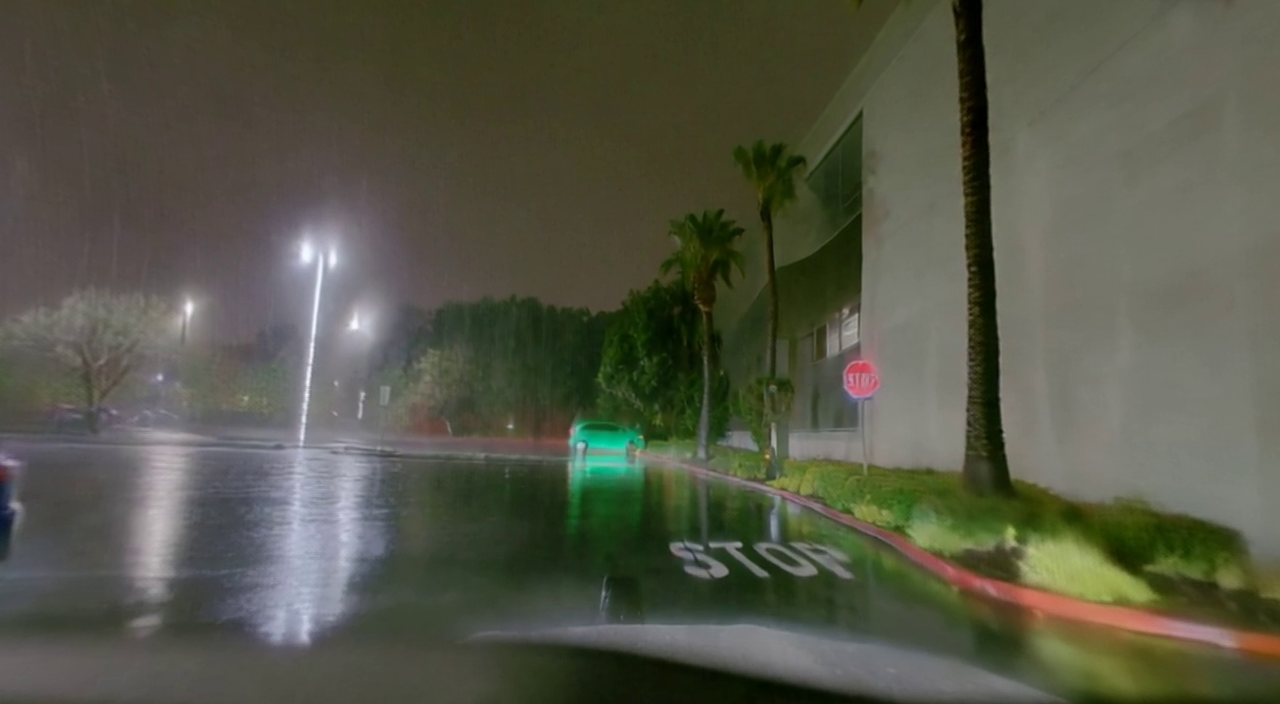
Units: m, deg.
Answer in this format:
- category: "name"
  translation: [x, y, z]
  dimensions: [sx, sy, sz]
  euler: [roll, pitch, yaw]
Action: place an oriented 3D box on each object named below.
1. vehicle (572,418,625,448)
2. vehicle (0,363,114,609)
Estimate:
- category: "vehicle"
  translation: [-2.580, 4.953, 38.237]
  dimensions: [2.071, 1.700, 4.367]
  euler: [3, -9, -19]
- category: "vehicle"
  translation: [-6.661, 0.922, 4.385]
  dimensions: [4.615, 1.642, 1.978]
  euler: [-2, -8, 10]
